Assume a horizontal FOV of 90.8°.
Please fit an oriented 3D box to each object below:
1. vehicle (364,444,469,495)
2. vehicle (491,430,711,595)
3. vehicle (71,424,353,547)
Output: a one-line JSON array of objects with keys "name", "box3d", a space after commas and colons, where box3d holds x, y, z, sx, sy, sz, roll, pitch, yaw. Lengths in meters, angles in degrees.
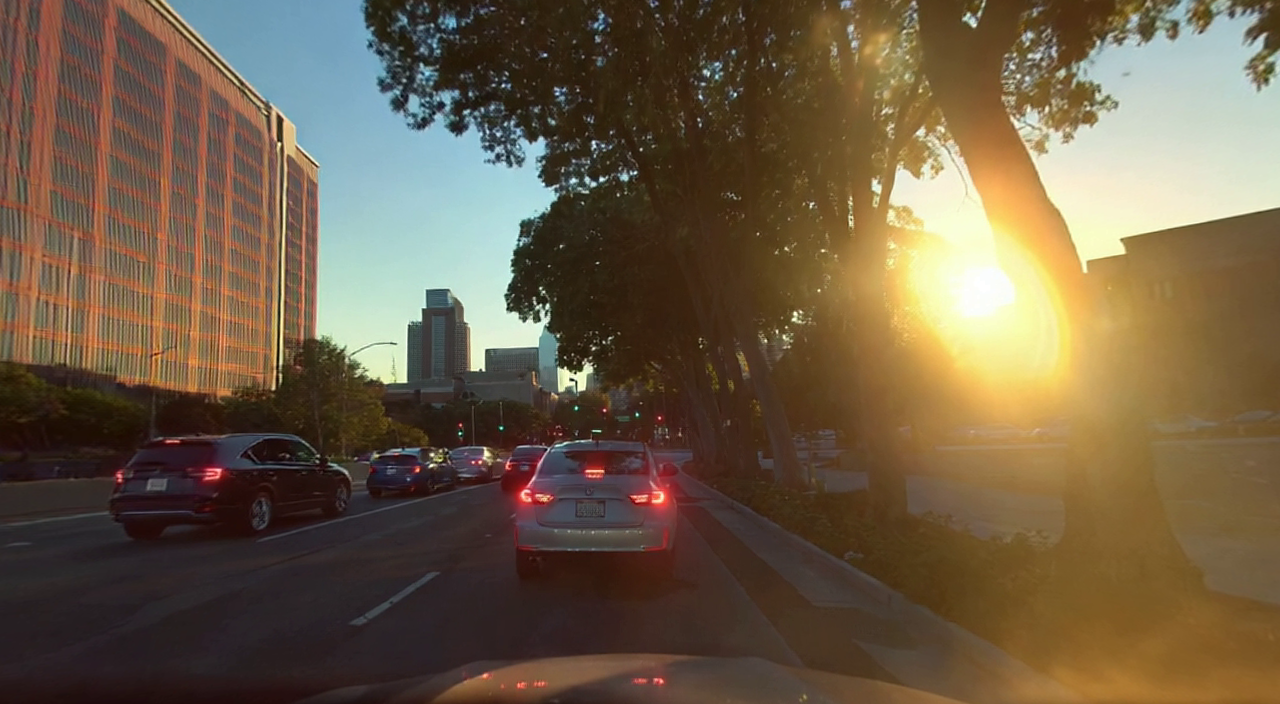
[{"name": "vehicle", "box3d": [-7.341, 3.880, 21.263, 1.851, 1.532, 4.279, 0, -9, 2]}, {"name": "vehicle", "box3d": [-0.374, 1.818, 8.011, 2.066, 1.544, 3.954, 0, -9, 0]}, {"name": "vehicle", "box3d": [-7.302, 2.286, 11.491, 2.068, 1.784, 4.224, 0, -9, 1]}]
